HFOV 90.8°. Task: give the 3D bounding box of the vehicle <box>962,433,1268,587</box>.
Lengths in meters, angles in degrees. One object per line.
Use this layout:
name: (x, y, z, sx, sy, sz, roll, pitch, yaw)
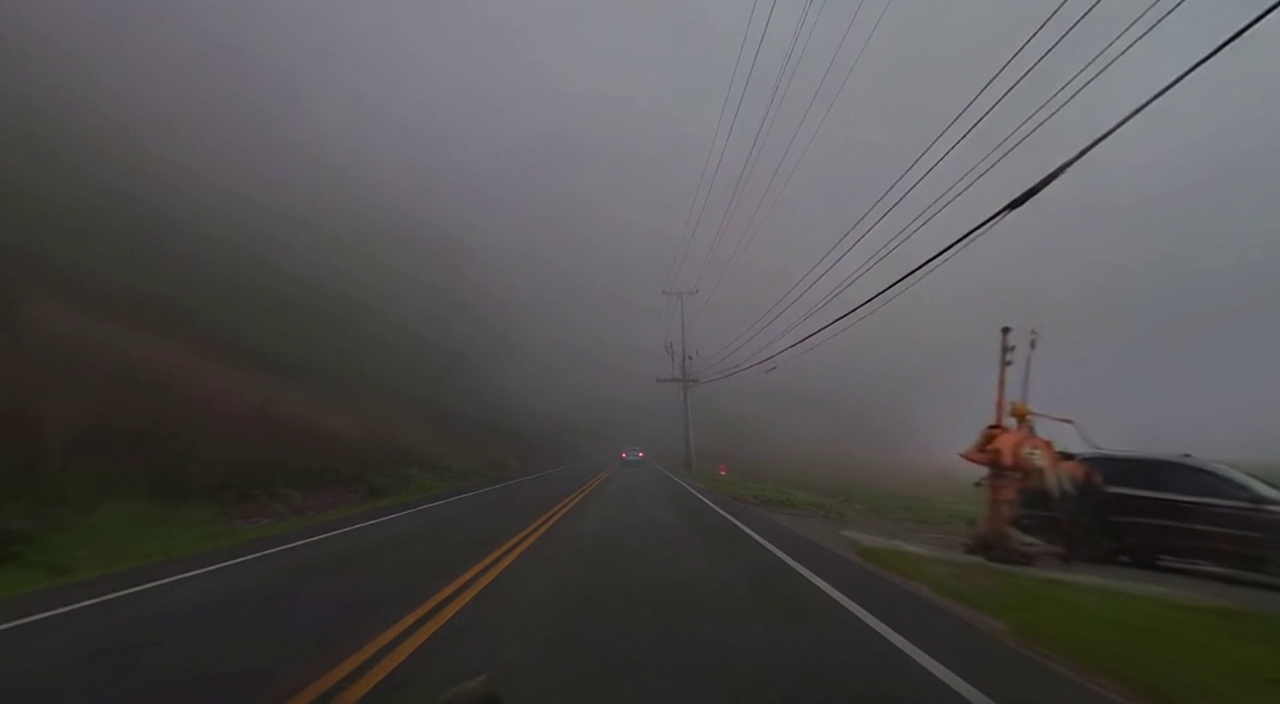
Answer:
vehicle: (7.261, 2.265, 9.608, 4.620, 1.820, 1.917, 7, -10, -29)
